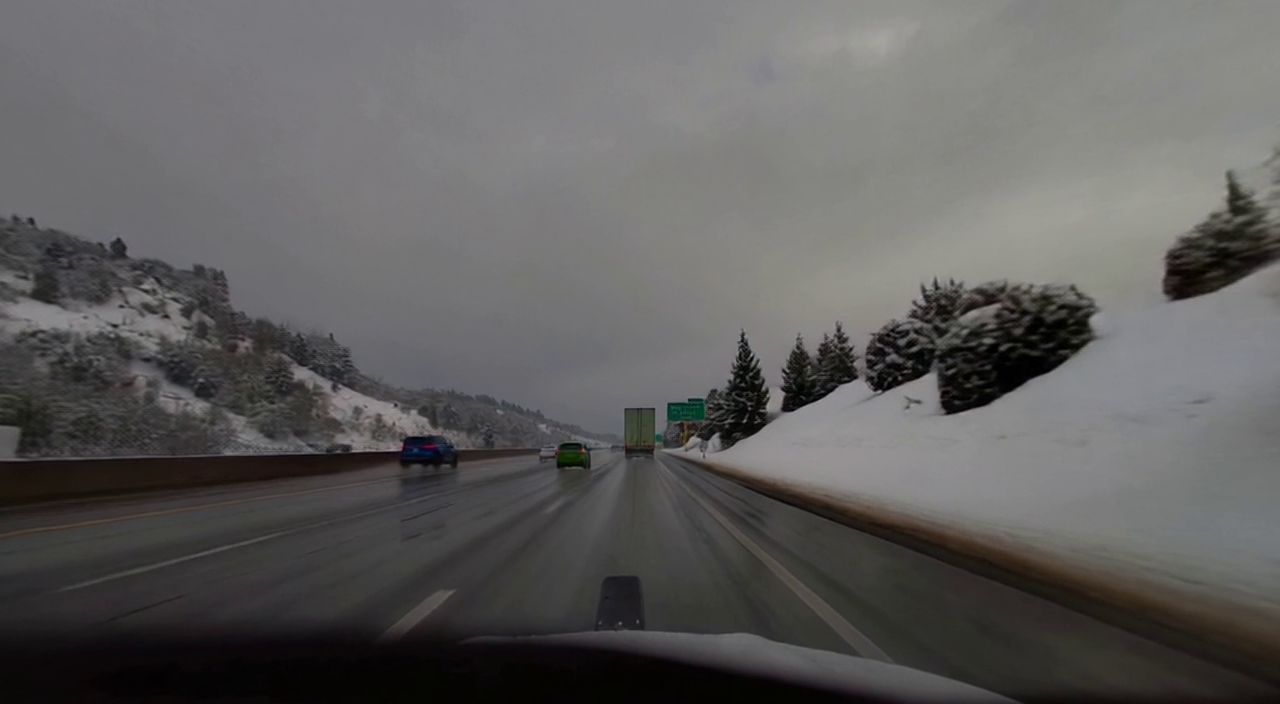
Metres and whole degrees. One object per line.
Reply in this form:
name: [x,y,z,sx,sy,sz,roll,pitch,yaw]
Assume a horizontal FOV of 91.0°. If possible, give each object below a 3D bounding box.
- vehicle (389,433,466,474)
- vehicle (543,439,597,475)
vehicle: [-10.809,5.191,32.423,2.111,1.906,5.028,0,-9,1]
vehicle: [-3.600,5.503,33.262,2.194,1.725,4.698,0,-9,1]
